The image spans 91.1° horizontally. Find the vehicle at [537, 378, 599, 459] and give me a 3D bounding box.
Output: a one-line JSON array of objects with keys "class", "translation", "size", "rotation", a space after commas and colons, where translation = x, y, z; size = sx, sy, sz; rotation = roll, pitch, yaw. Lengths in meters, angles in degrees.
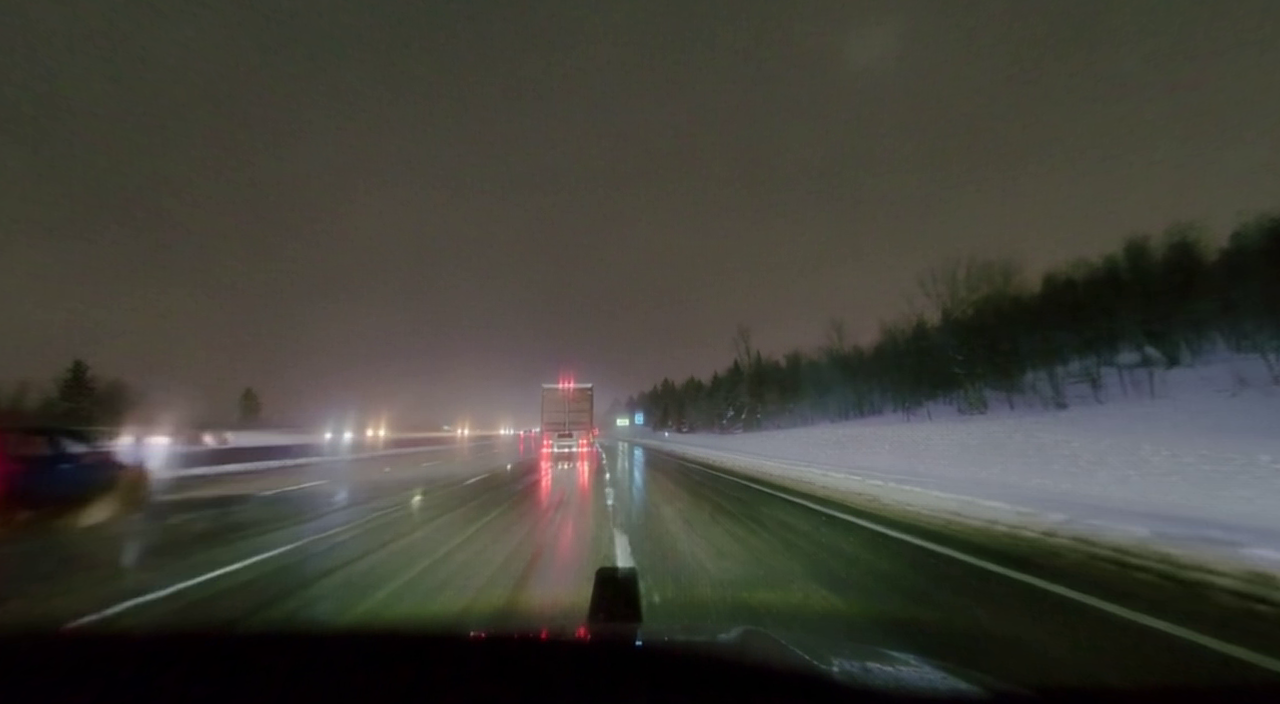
[{"class": "vehicle", "translation": [-4.015, 4.140, 37.452], "size": [3.002, 3.987, 12.477], "rotation": [1, -8, -4]}]

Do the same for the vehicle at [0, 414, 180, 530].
[{"class": "vehicle", "translation": [-9.628, 1.724, 9.310], "size": [2.138, 1.531, 4.864], "rotation": [0, -8, -3]}]
